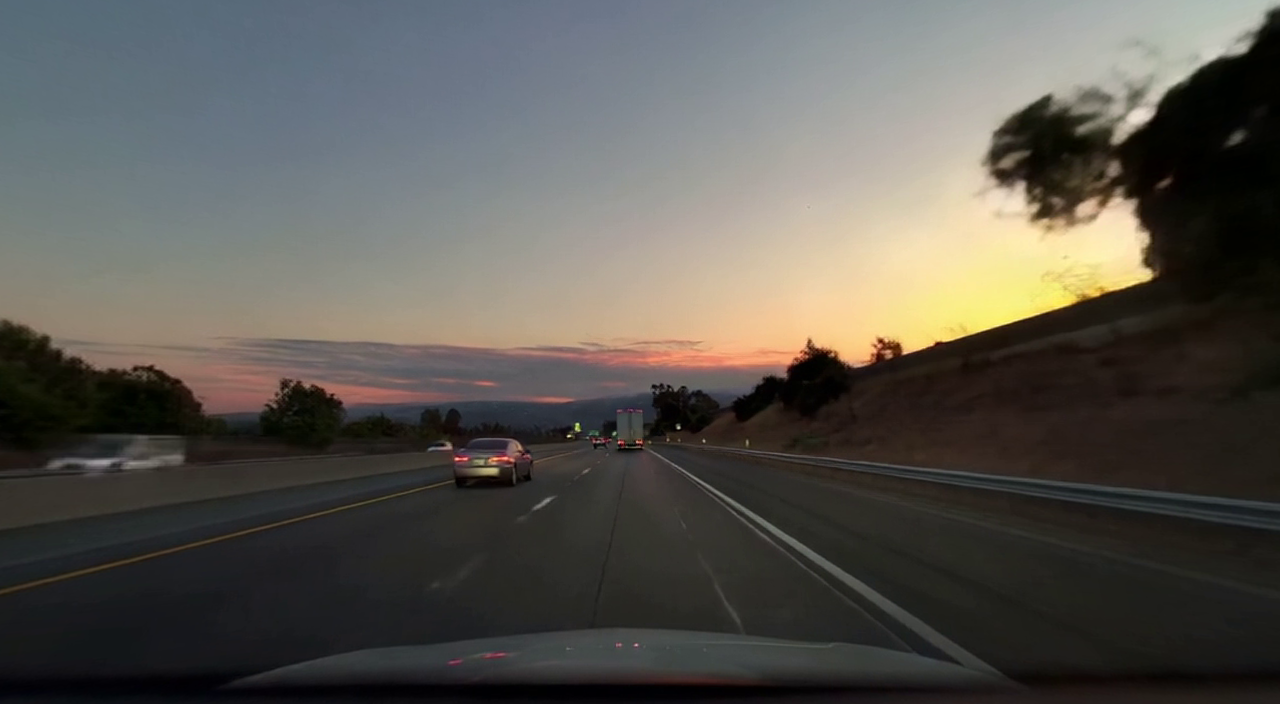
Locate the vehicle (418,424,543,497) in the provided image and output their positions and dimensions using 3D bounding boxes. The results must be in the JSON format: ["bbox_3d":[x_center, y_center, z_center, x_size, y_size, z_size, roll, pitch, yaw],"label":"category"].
[{"bbox_3d":[-4.027,2.819,16.861,2.123,1.655,4.688,0,-8,0],"label":"vehicle"}]
